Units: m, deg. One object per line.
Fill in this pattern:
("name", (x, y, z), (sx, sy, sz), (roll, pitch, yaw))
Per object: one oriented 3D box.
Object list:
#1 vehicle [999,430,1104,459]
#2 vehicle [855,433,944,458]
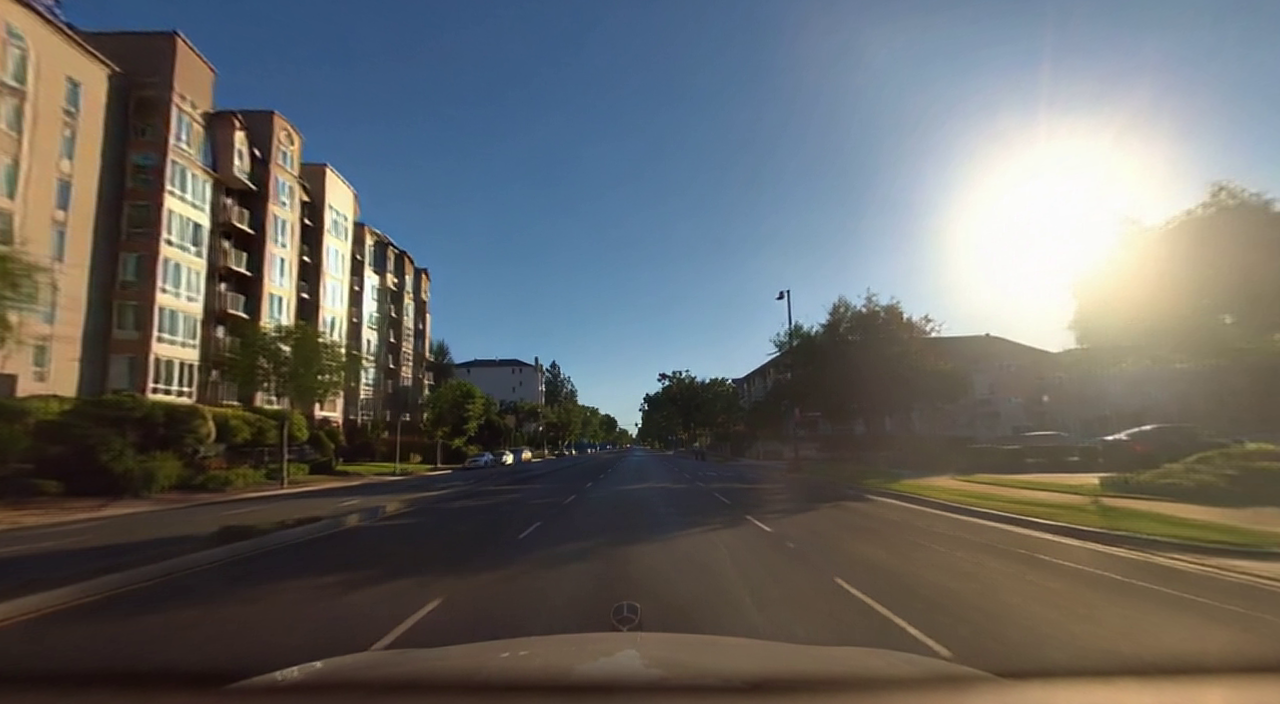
("vehicle", (24.918, 5.620, 38.400), (4.861, 1.684, 2.014), (0, -9, 1))
("vehicle", (18.526, 6.720, 45.310), (5.466, 1.734, 1.999), (-1, -9, 1))
